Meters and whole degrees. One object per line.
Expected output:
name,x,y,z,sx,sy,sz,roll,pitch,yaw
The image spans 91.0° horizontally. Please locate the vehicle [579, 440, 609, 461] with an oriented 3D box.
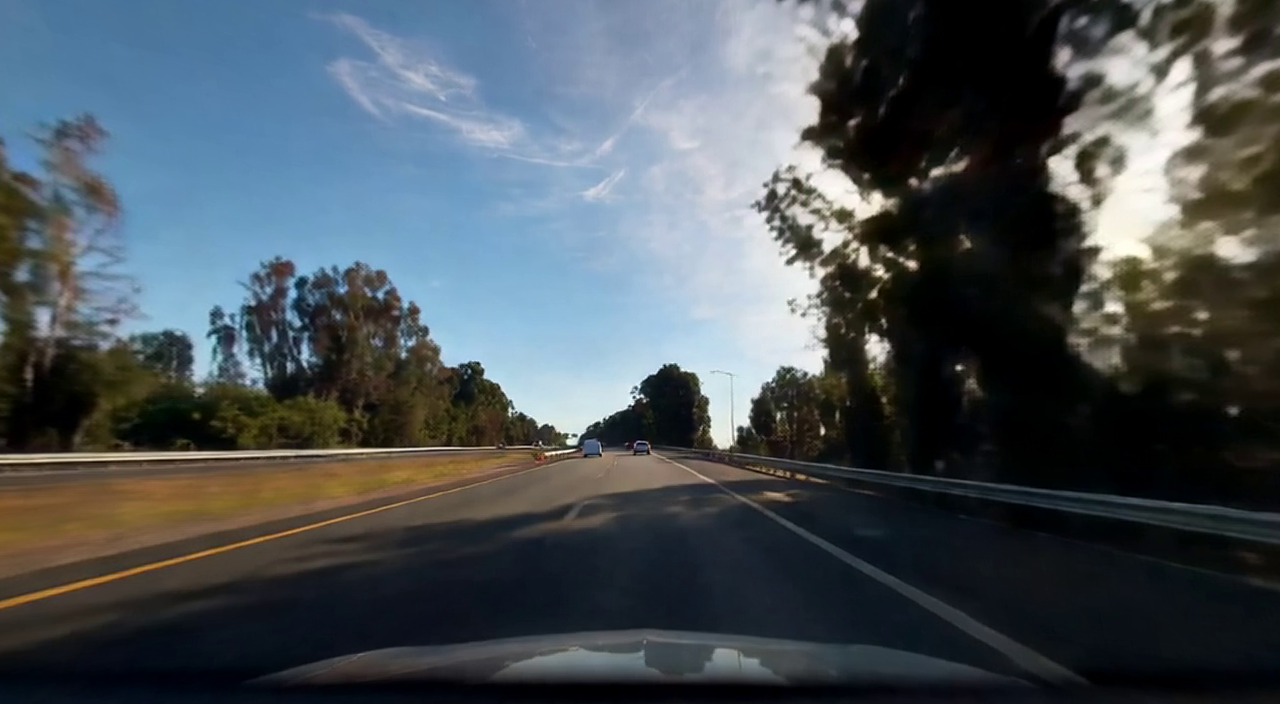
vehicle,-3.470,7.488,47.850,2.057,1.514,3.845,0,-8,-1
